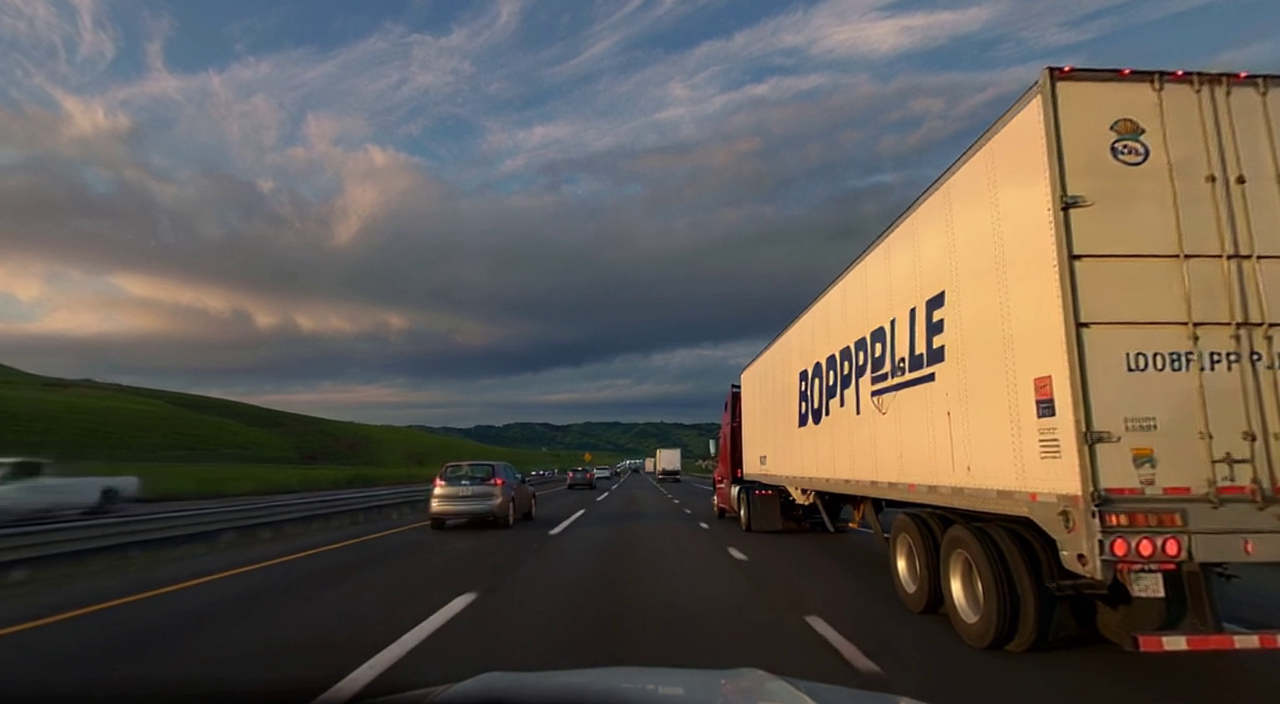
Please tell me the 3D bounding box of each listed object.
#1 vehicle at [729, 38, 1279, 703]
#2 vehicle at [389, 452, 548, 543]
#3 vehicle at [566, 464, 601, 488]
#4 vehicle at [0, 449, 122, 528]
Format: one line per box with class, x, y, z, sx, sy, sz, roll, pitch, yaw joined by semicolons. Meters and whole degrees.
vehicle;4.007;1.302;10.564;2.839;4.062;14.051;1;-11;-1
vehicle;-3.277;2.912;13.055;2.021;1.505;4.286;1;-11;1
vehicle;-4.049;9.052;46.106;2.088;1.566;4.853;1;-11;0
vehicle;-15.867;3.344;15.610;2.034;1.807;4.614;1;-11;0
